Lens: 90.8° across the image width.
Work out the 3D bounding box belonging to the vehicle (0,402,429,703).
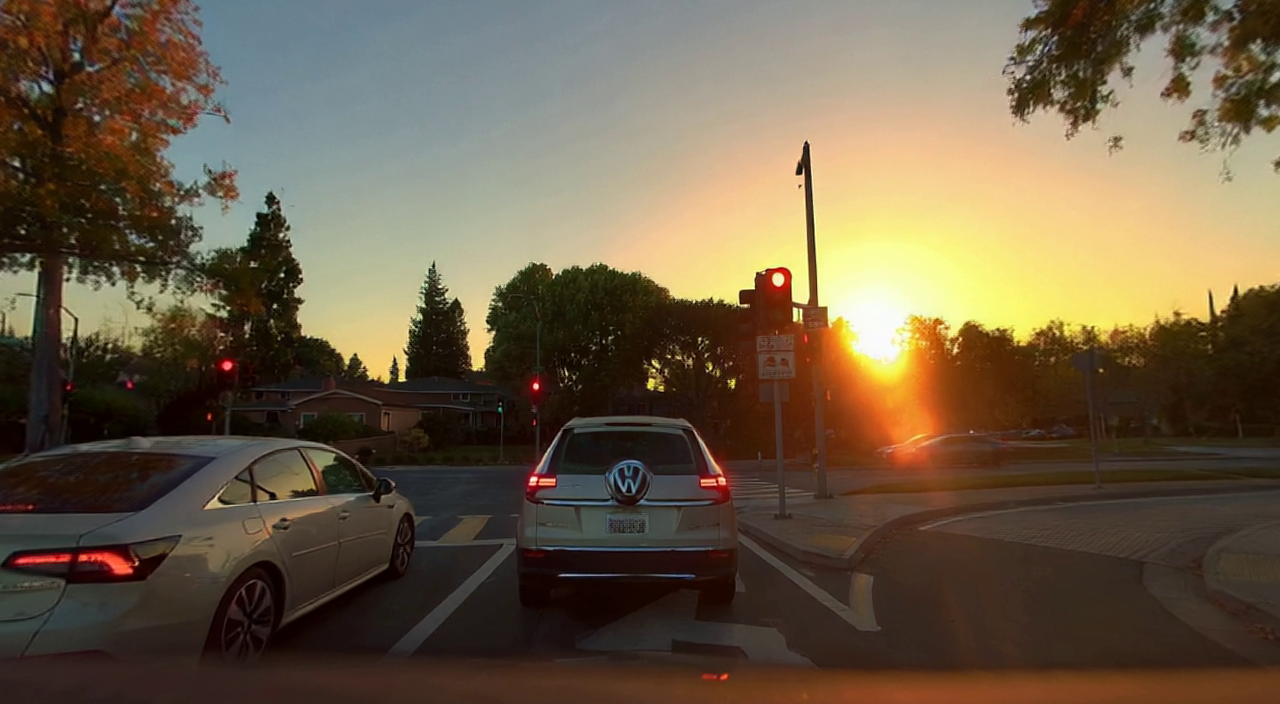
[{"bbox_3d":[-3.299,1.273,4.710,2.035,1.492,4.415,0,-9,-2],"label":"vehicle"}]

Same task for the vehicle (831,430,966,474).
[{"bbox_3d":[10.898,4.250,26.981,4.887,1.769,2.035,-1,-9,6],"label":"vehicle"}]

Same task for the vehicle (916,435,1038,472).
[{"bbox_3d":[15.821,4.786,29.882,4.639,1.621,1.867,-1,-9,6],"label":"vehicle"}]

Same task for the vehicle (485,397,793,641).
[{"bbox_3d":[-0.146,1.472,6.563,2.154,1.670,4.140,1,-9,-4],"label":"vehicle"}]
